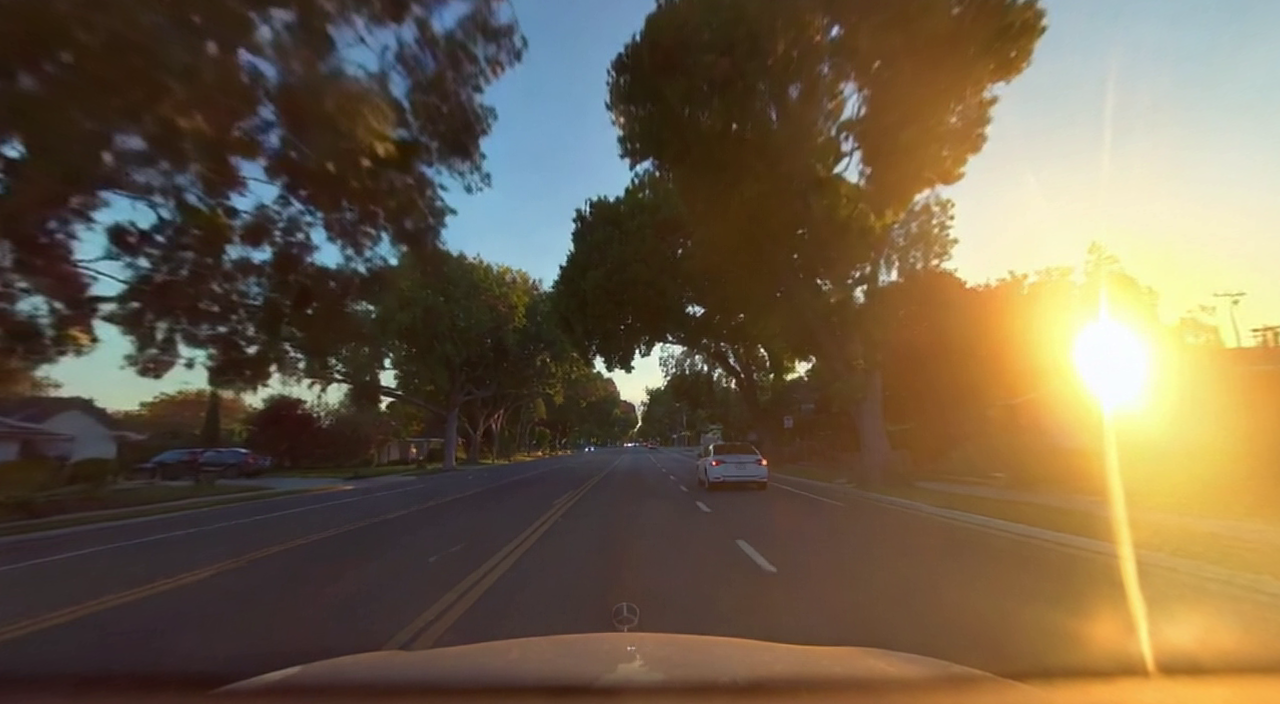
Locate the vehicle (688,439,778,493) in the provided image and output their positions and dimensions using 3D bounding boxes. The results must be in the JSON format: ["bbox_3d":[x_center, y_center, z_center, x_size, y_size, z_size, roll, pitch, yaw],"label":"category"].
[{"bbox_3d":[2.775,3.509,19.824,2.057,1.493,4.225,0,-8,-2],"label":"vehicle"}]
